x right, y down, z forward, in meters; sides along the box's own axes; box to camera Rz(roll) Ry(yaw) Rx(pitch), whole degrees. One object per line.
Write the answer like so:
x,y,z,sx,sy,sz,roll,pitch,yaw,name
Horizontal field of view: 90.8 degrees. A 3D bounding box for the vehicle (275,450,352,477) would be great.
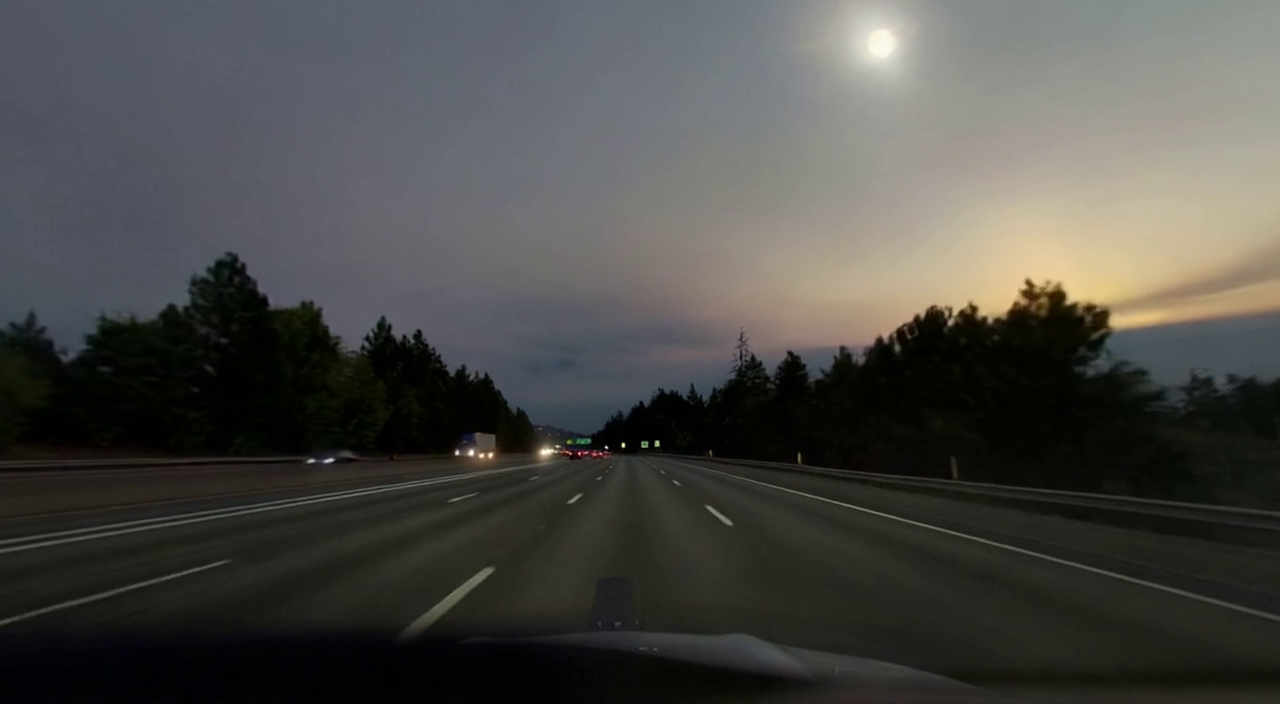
-22.377,7.626,43.572,2.447,1.711,5.585,0,-9,-1,vehicle
